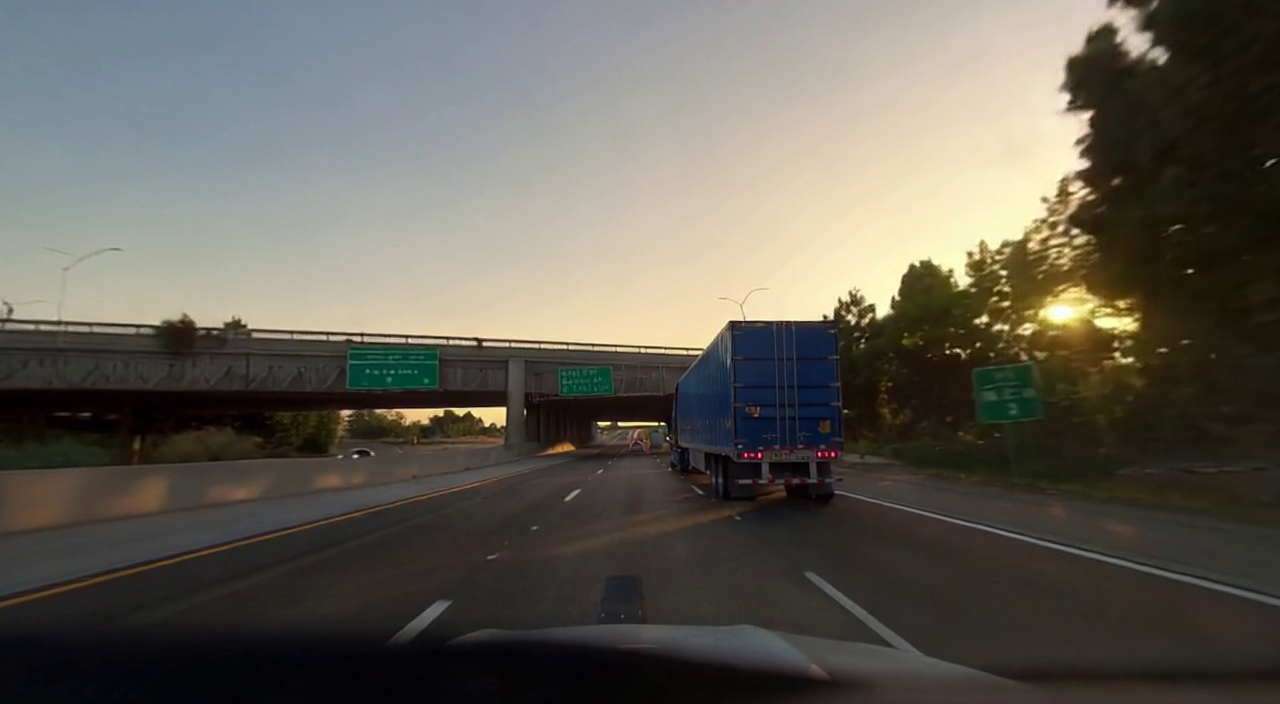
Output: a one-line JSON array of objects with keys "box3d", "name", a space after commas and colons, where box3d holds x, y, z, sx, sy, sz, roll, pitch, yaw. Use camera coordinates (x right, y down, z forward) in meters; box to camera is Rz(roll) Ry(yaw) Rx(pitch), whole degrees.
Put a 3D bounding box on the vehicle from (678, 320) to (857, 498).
[{"box3d": [3.435, 2.541, 22.912, 2.743, 4.160, 16.408, 0, -9, -1], "name": "vehicle"}]
